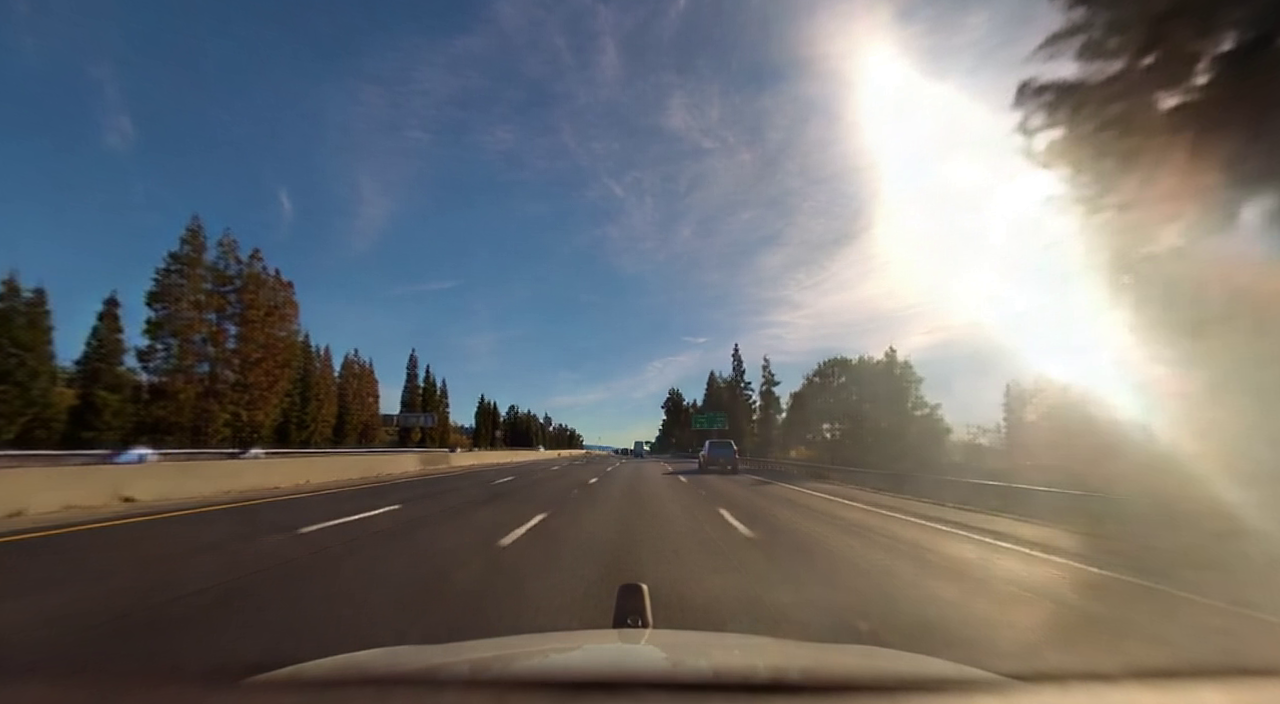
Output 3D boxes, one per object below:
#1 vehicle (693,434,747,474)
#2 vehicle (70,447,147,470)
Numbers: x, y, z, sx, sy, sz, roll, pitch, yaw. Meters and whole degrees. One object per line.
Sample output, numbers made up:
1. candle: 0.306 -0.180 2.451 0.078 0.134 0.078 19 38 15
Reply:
1. vehicle: 4.183 5.439 33.817 2.172 1.930 4.879 0 -8 -1
2. vehicle: -36.619 7.347 43.576 1.730 1.425 4.082 -1 -8 0
